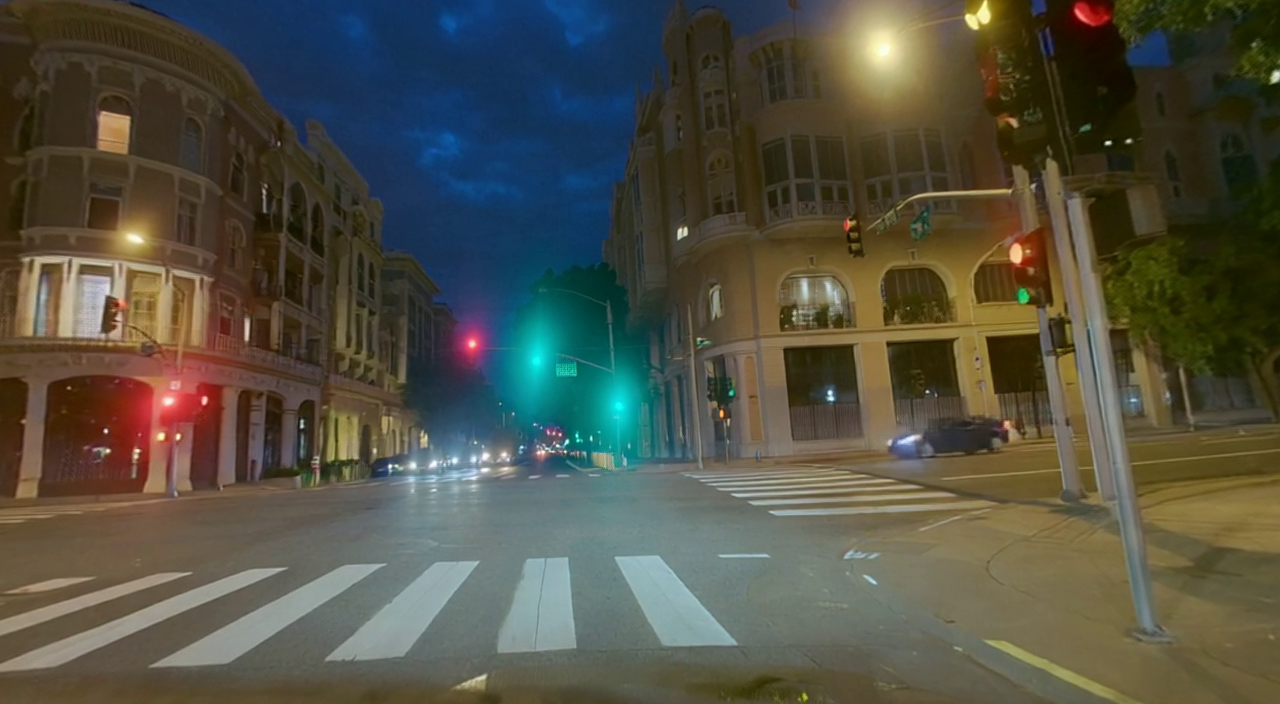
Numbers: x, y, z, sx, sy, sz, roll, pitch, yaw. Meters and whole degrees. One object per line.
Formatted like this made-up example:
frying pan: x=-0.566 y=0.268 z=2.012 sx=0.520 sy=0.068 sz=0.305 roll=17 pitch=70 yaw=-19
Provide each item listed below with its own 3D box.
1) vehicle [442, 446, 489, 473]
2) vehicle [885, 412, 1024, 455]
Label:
vehicle: x=-10.454 y=6.472 z=38.162 sx=2.196 sy=1.503 sz=4.371 roll=1 pitch=-9 yaw=-8
vehicle: x=12.490 y=3.279 z=25.202 sx=4.626 sy=1.636 sz=2.004 roll=2 pitch=-9 yaw=-11
